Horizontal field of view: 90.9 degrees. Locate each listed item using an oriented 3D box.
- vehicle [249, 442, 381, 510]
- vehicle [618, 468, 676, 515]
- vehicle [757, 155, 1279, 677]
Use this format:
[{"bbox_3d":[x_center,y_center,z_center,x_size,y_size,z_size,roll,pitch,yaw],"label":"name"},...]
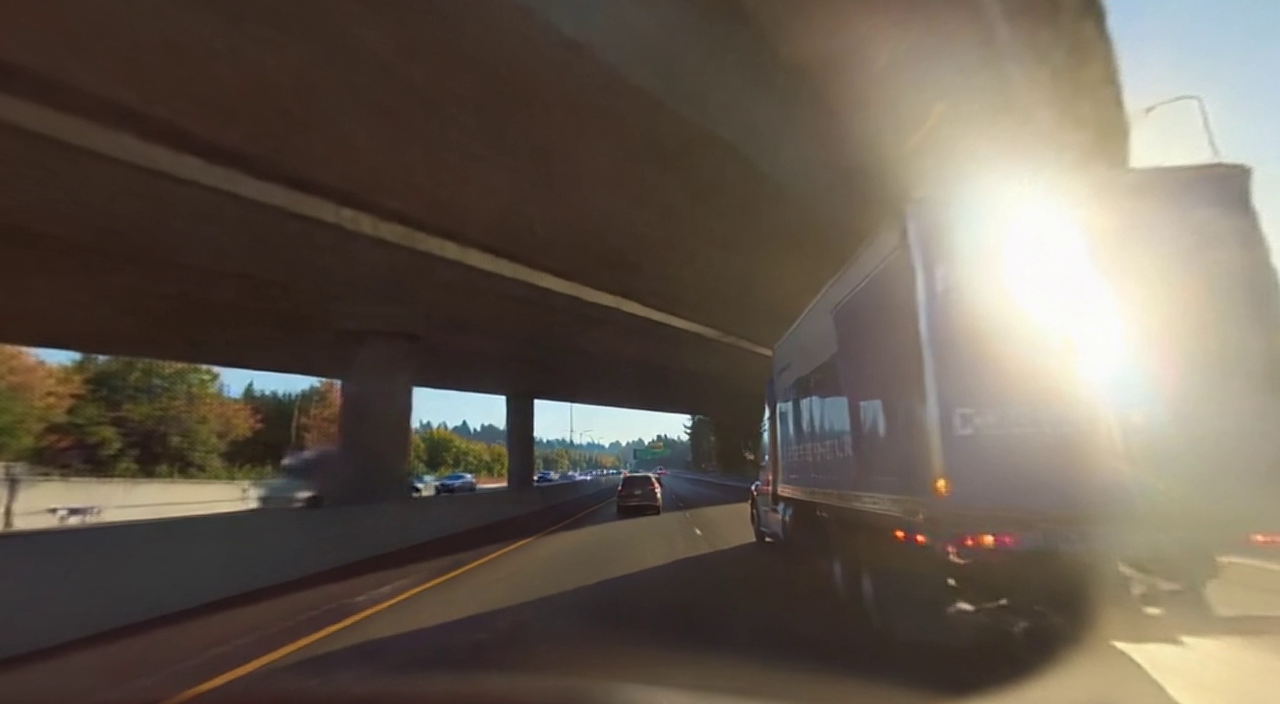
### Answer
[{"bbox_3d":[-13.172,5.108,26.102,2.304,2.457,5.411,0,-10,2],"label":"vehicle"},{"bbox_3d":[0.323,5.597,25.629,2.124,1.653,4.857,1,-10,2],"label":"vehicle"},{"bbox_3d":[4.043,1.186,9.287,2.980,3.834,9.423,1,-10,1],"label":"vehicle"}]
